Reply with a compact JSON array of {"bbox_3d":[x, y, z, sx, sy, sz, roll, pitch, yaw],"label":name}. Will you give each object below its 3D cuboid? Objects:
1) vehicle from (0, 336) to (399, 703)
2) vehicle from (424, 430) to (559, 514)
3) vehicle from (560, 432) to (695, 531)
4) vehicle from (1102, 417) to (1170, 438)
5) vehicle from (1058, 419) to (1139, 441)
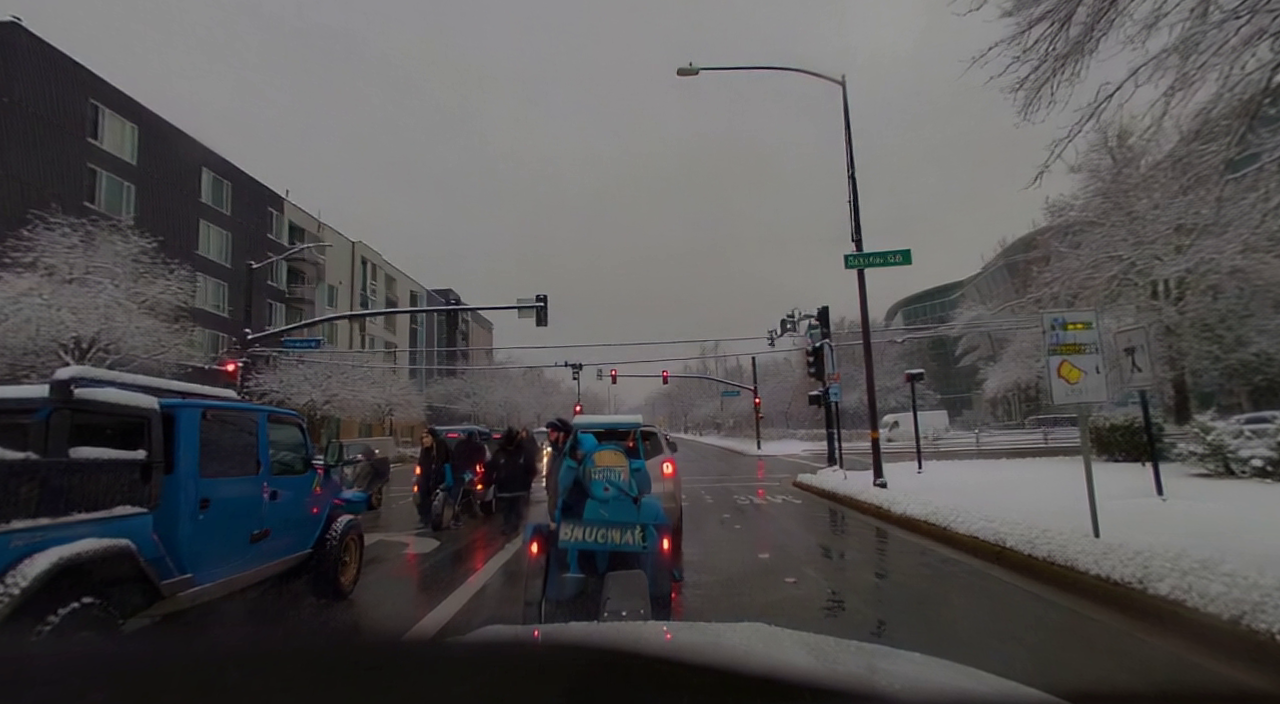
[{"bbox_3d":[-3.609,1.130,4.454,2.000,1.809,4.405,0,-8,0],"label":"vehicle"},{"bbox_3d":[-3.178,2.658,14.376,1.935,1.615,4.073,-1,-8,2],"label":"vehicle"},{"bbox_3d":[-0.155,2.258,11.544,2.025,1.458,4.085,0,-8,1],"label":"vehicle"},{"bbox_3d":[36.764,5.603,46.571,1.625,1.449,3.557,6,-11,-38],"label":"vehicle"},{"bbox_3d":[30.718,5.273,42.110,1.751,1.420,4.027,8,-12,-43],"label":"vehicle"}]
